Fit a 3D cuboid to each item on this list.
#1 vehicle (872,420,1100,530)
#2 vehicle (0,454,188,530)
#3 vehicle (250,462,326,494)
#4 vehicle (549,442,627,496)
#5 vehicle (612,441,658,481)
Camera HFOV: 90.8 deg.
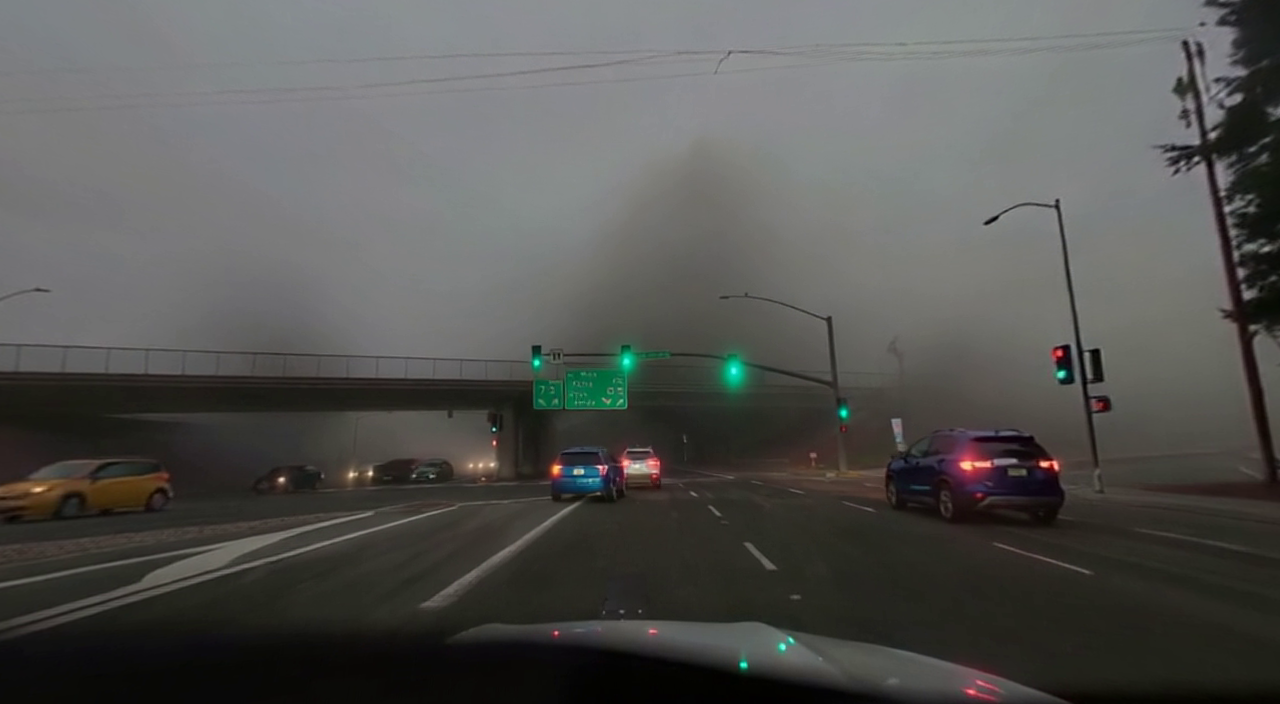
[{"bbox_3d":[6.513,2.349,12.638,2.074,1.785,4.320,0,-8,0],"label":"vehicle"},{"bbox_3d":[-15.863,3.937,18.348,2.007,1.730,4.774,-3,-8,-1],"label":"vehicle"},{"bbox_3d":[-19.570,6.993,35.349,1.857,1.534,4.221,0,-8,-1],"label":"vehicle"},{"bbox_3d":[-1.819,4.296,23.689,2.060,1.768,4.681,-1,-8,6],"label":"vehicle"},{"bbox_3d":[-0.174,5.875,34.397,2.342,2.026,4.642,-1,-8,2],"label":"vehicle"}]
